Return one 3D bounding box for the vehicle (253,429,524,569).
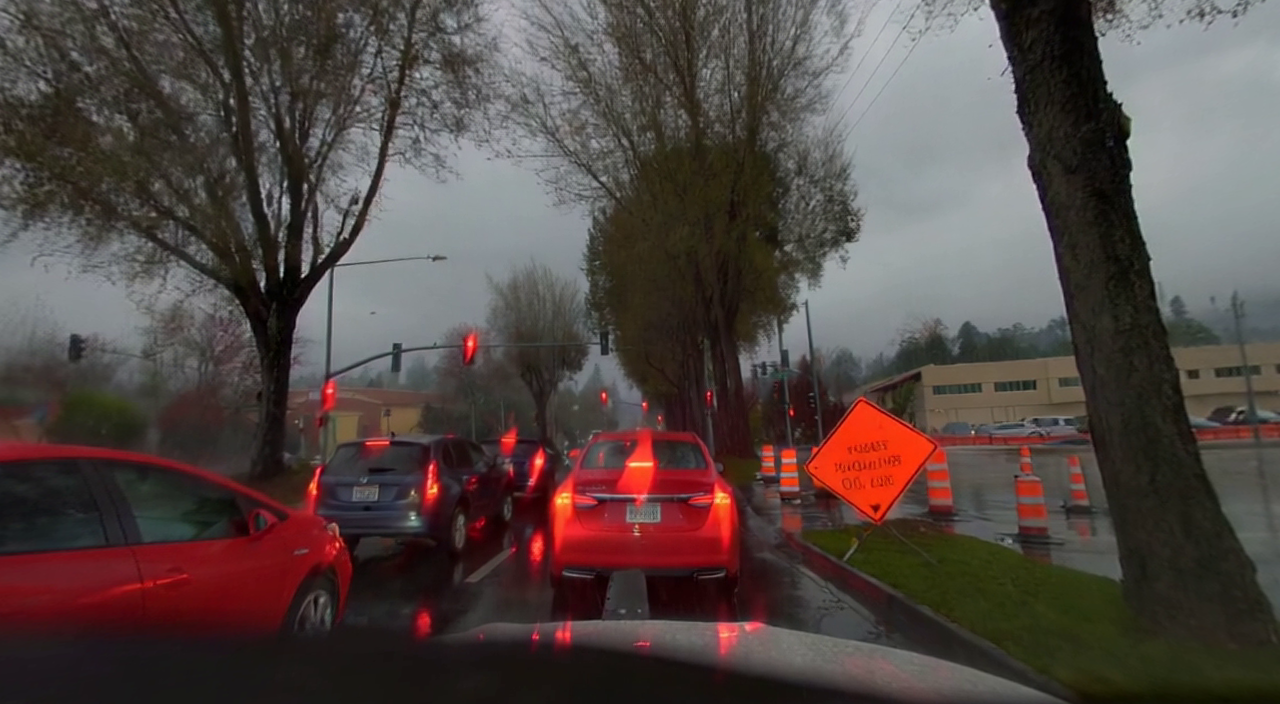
[{"bbox_3d":[-3.264,2.004,9.450,1.989,1.541,4.626,0,-9,2],"label":"vehicle"}]

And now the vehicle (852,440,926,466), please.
[{"bbox_3d":[16.074,6.513,40.790,4.051,1.583,1.794,0,-9,1],"label":"vehicle"}]

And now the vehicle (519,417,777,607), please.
[{"bbox_3d":[0.109,1.626,7.212,2.167,1.560,3.676,0,-9,1],"label":"vehicle"}]

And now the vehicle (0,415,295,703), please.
[{"bbox_3d":[-3.593,0.947,2.162,2.064,1.497,4.722,0,-9,1],"label":"vehicle"}]

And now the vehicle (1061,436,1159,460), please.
[{"bbox_3d":[30.502,6.242,40.934,4.807,1.504,1.837,0,-9,1],"label":"vehicle"}]
